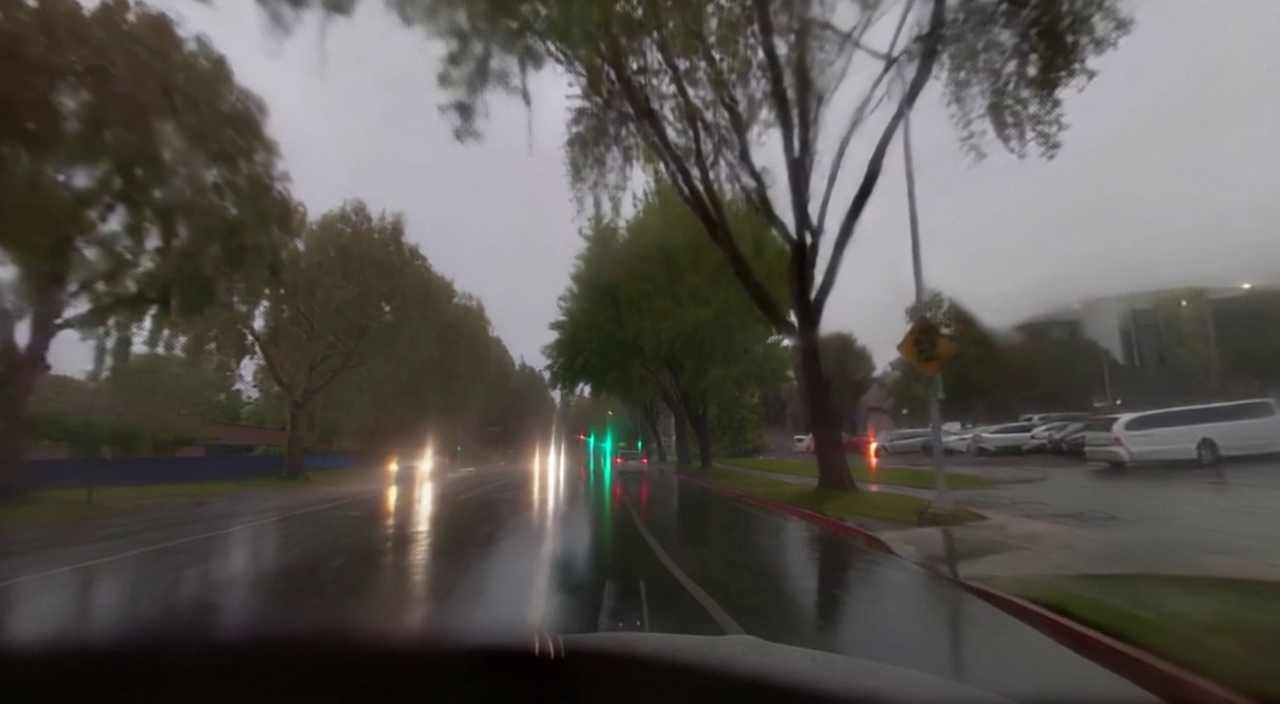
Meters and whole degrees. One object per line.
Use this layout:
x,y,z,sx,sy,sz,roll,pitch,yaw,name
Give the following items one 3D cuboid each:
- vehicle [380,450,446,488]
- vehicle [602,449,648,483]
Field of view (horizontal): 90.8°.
-11.777,6.055,33.055,1.969,1.751,4.432,0,-8,-3,vehicle
-0.749,5.486,30.803,2.111,1.466,4.223,0,-8,-2,vehicle
